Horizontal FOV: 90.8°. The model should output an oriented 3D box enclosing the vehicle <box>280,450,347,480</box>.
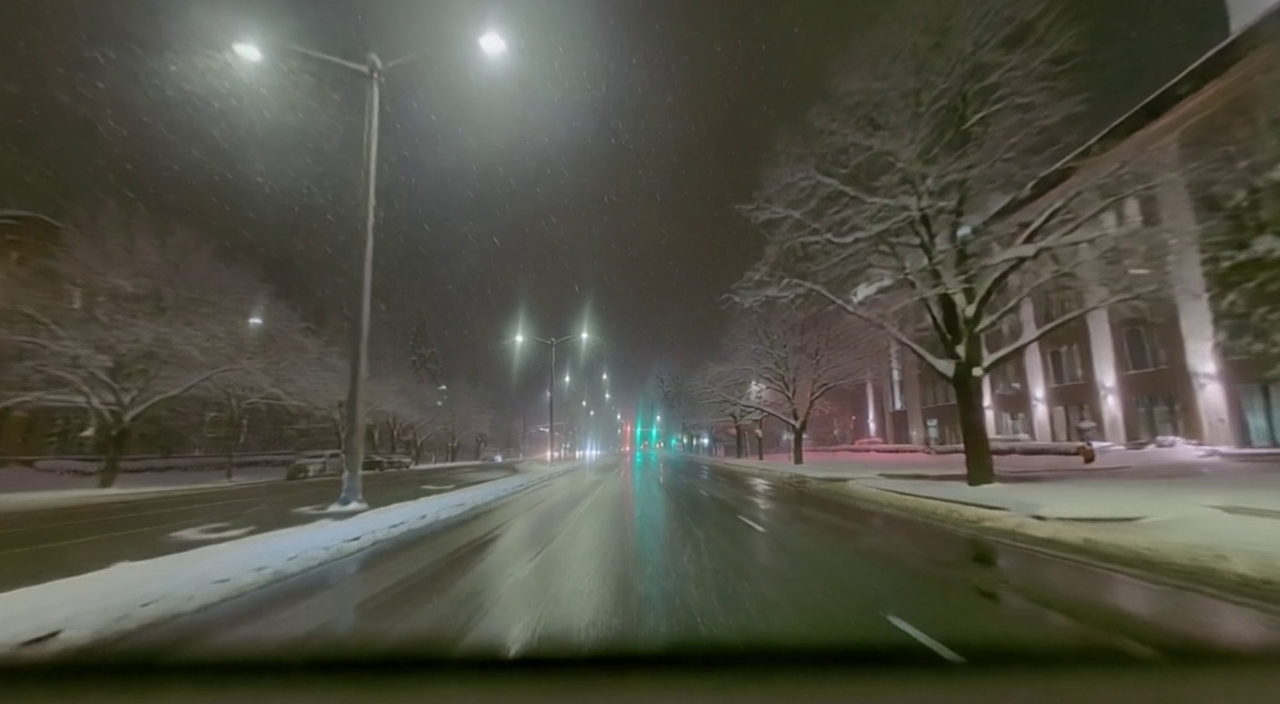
[{"bbox_3d":[-21.947,7.570,42.738,1.922,1.821,4.729,0,-8,1],"label":"vehicle"}]
